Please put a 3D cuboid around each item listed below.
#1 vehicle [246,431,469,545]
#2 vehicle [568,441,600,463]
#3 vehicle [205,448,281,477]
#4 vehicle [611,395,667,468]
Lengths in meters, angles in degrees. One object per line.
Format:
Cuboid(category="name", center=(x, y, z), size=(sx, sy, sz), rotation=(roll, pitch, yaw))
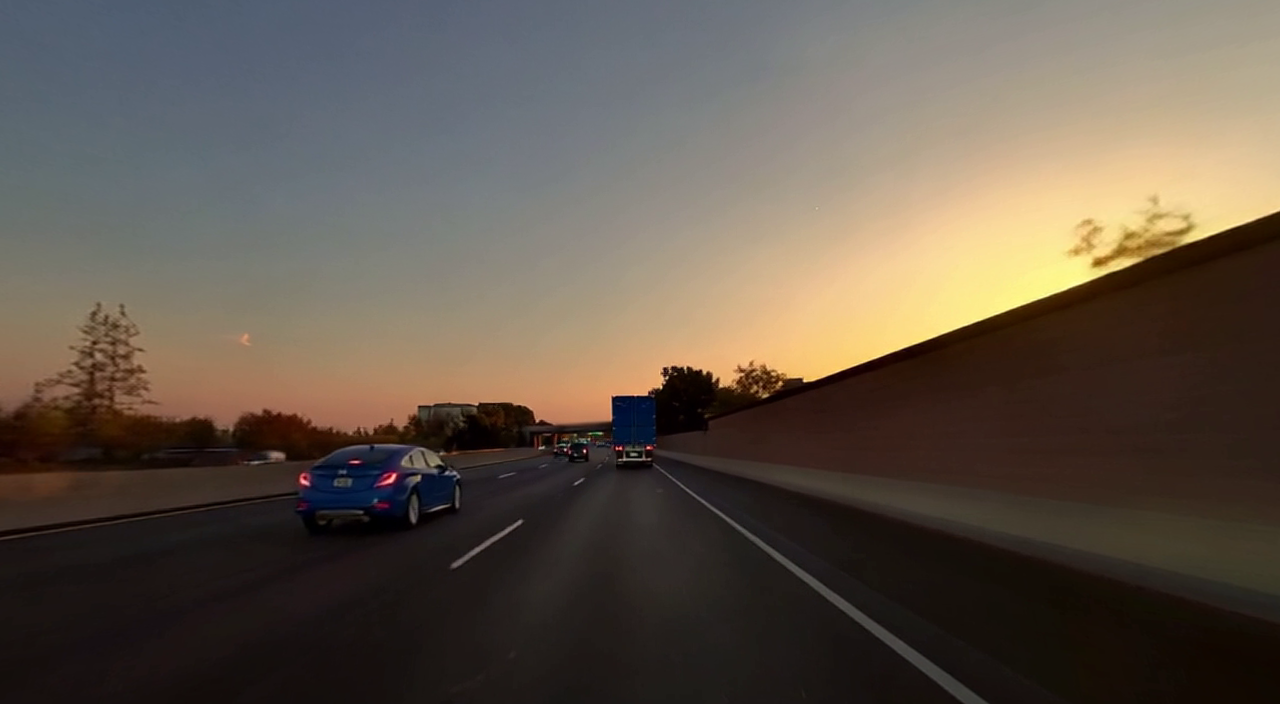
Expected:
Cuboid(category="vehicle", center=(-4.284, 2.108, 10.292), size=(1.895, 1.500, 3.808), rotation=(0, -9, 0))
Cuboid(category="vehicle", center=(-4.149, 7.507, 46.943), size=(2.006, 1.572, 4.082), rotation=(0, -9, 0))
Cuboid(category="vehicle", center=(-24.554, 6.827, 38.969), size=(1.872, 1.634, 4.410), rotation=(0, -9, 0))
Cuboid(category="vehicle", center=(-0.180, 5.285, 40.592), size=(3.123, 4.094, 10.812), rotation=(0, -9, -1))
